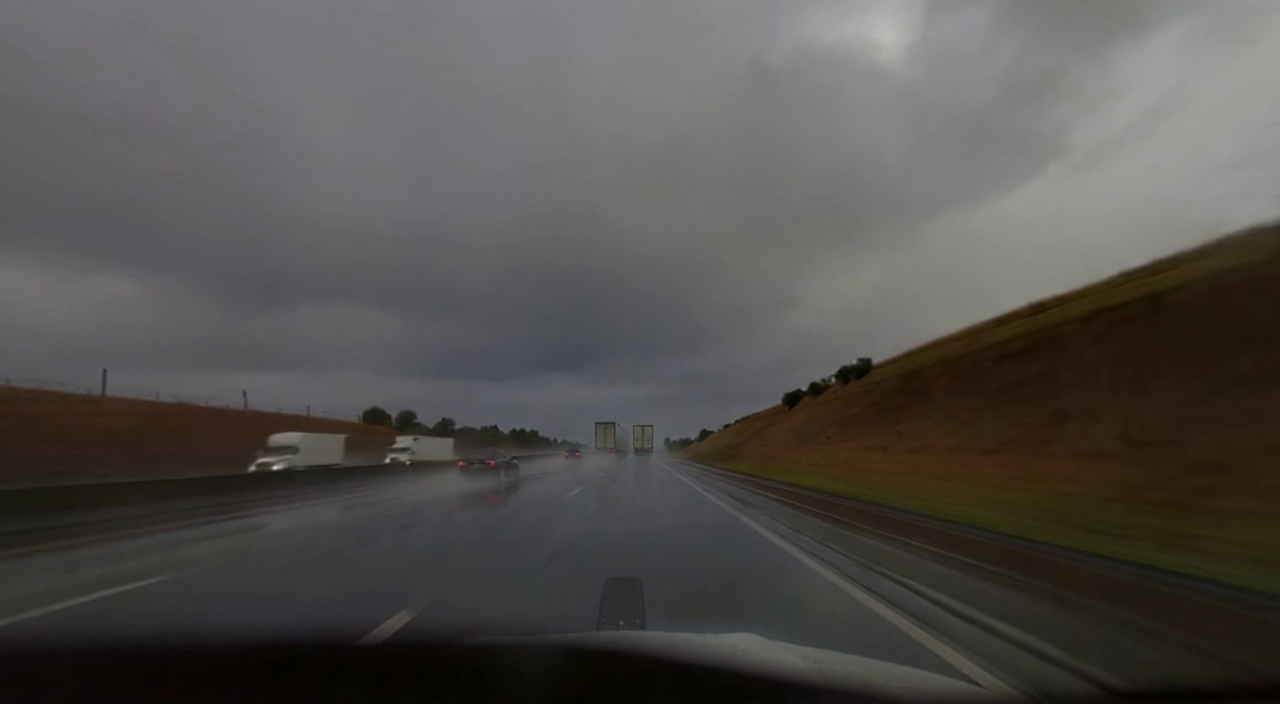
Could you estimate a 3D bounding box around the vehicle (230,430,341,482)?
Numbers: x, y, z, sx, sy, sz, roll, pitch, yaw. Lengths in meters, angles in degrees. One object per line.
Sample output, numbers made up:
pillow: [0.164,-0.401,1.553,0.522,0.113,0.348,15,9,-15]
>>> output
vehicle: [-20.610,6.105,37.227,2.258,2.775,7.014,0,-9,1]

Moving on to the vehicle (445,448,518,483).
vehicle: [-7.139,5.176,29.055,2.036,1.474,5.011,0,-9,0]
